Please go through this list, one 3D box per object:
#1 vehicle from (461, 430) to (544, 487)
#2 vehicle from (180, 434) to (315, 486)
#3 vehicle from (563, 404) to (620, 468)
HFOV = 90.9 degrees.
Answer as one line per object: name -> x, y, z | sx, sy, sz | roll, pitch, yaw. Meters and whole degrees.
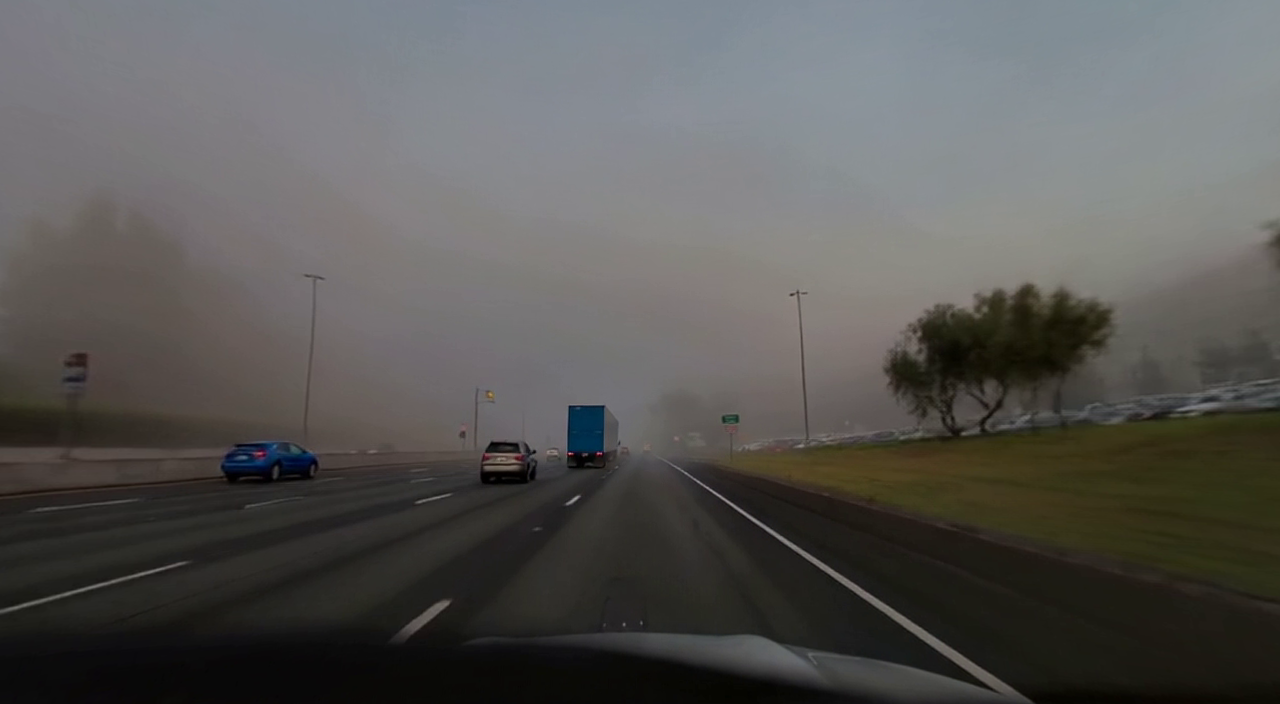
vehicle -> -4.887, 3.846, 23.047 | 2.058, 1.840, 4.443 | 0, -8, -1
vehicle -> -14.209, 3.926, 23.215 | 1.997, 1.695, 4.492 | 0, -8, 1
vehicle -> -3.250, 6.216, 46.191 | 2.905, 4.037, 12.921 | 0, -8, 1
